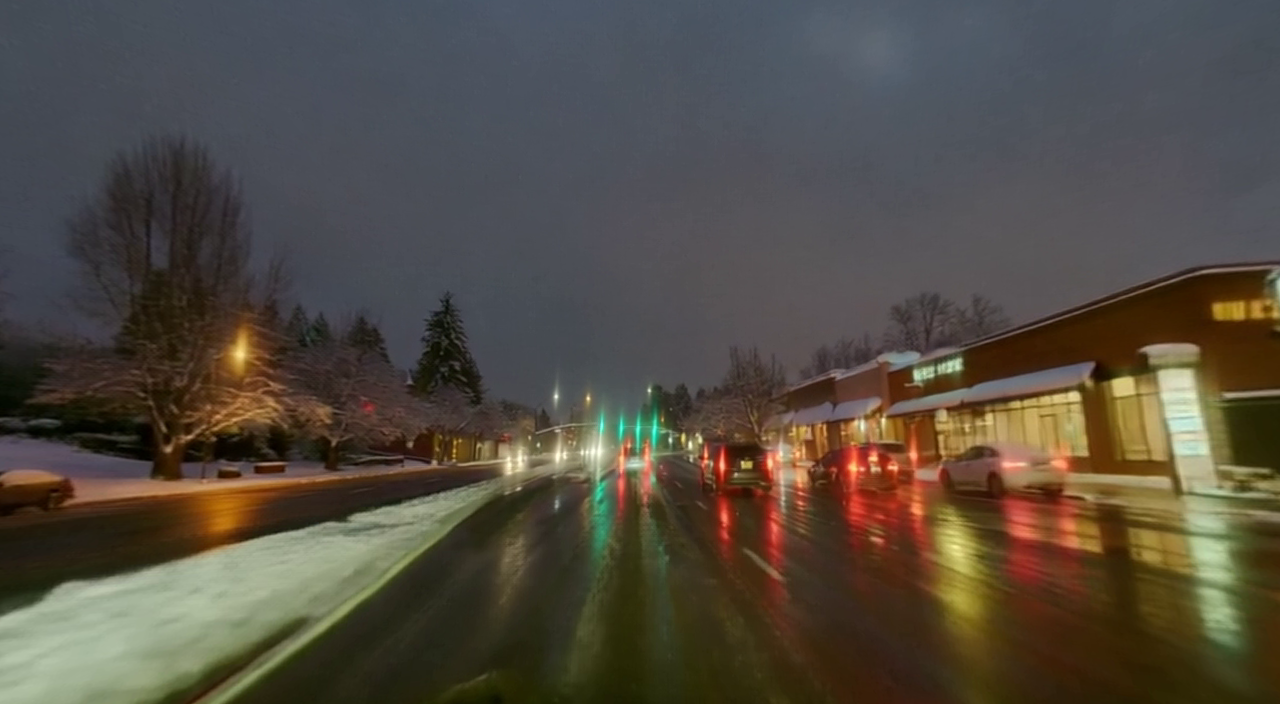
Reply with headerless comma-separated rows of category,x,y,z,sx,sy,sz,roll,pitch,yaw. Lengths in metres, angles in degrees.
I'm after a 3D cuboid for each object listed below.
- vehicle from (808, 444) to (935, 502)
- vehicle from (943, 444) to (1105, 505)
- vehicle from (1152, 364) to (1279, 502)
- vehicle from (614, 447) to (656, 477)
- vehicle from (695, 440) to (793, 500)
vehicle,6.591,3.475,18.630,1.952,1.449,4.544,0,-9,-1
vehicle,10.597,3.378,17.850,2.000,1.514,3.811,0,-9,-4
vehicle,17.566,2.013,15.693,7.127,3.093,2.760,0,-9,0
vehicle,-0.275,5.653,32.741,2.052,1.461,4.324,0,-9,-1
vehicle,2.948,3.467,19.017,2.072,1.545,4.578,0,-9,-1
